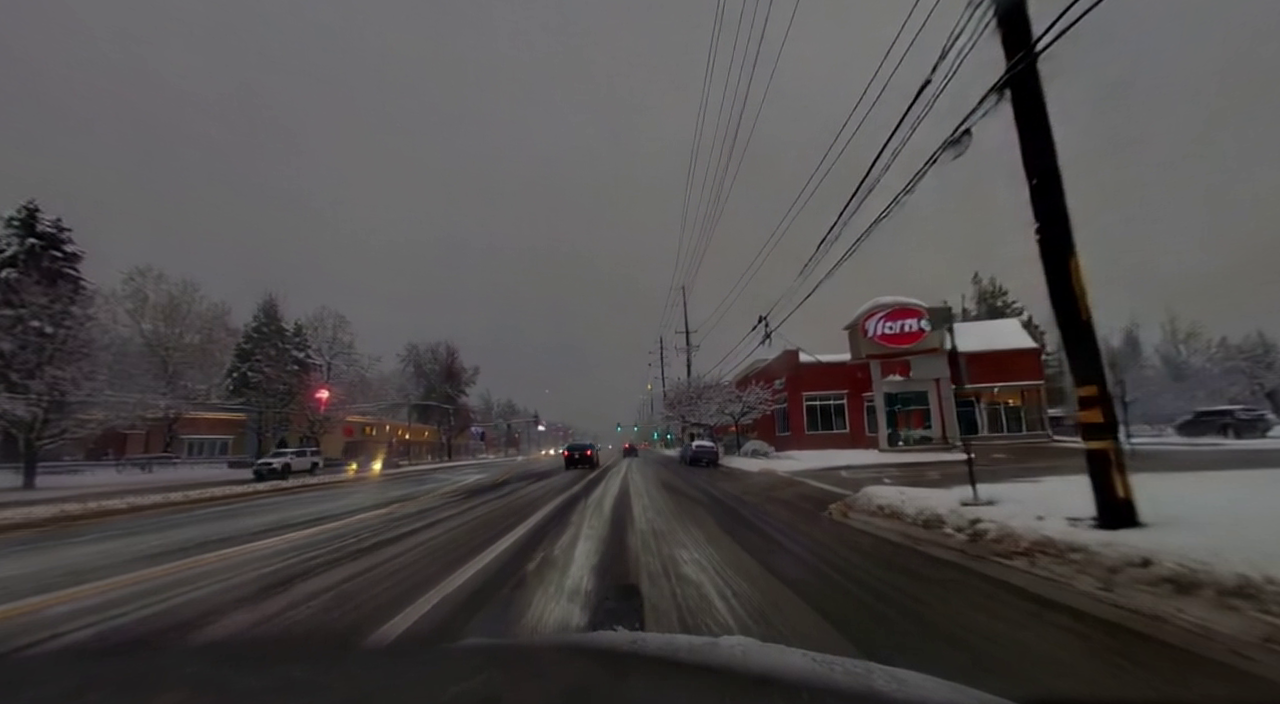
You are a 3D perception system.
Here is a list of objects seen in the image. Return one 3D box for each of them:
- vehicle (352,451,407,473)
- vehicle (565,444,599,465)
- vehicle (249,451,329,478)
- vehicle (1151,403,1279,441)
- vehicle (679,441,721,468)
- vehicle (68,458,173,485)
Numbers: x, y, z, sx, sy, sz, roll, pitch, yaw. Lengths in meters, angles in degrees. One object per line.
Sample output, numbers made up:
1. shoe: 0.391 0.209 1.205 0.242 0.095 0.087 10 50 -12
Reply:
1. vehicle: -18.535 7.817 45.153 1.990 1.500 4.467 0 -9 0
2. vehicle: -4.282 7.658 47.436 2.179 1.490 4.742 0 -9 -1
3. vehicle: -25.299 8.083 45.726 2.239 1.802 4.652 -4 -9 21
4. vehicle: 33.591 4.139 36.745 2.071 1.958 5.485 4 -10 -27
5. vehicle: 3.525 6.131 37.983 1.922 1.507 4.824 0 -9 -1
6. vehicle: -32.390 7.426 39.470 4.720 1.556 2.070 0 -9 1
